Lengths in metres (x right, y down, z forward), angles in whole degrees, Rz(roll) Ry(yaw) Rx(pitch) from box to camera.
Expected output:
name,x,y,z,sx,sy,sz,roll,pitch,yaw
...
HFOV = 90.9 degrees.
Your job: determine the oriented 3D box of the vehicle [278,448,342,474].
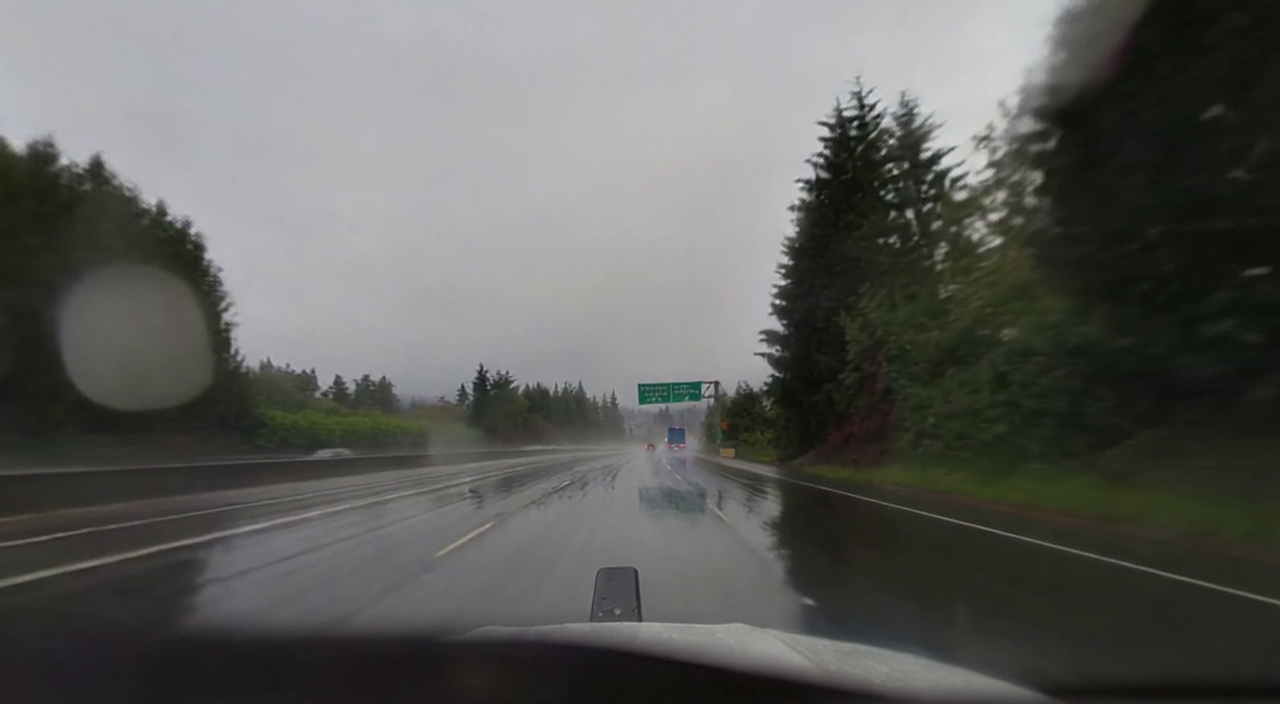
name,x,y,z,sx,sy,sz,roll,pitch,yaw
vehicle,-20.953,6.928,40.212,1.840,1.521,4.024,0,-8,1
